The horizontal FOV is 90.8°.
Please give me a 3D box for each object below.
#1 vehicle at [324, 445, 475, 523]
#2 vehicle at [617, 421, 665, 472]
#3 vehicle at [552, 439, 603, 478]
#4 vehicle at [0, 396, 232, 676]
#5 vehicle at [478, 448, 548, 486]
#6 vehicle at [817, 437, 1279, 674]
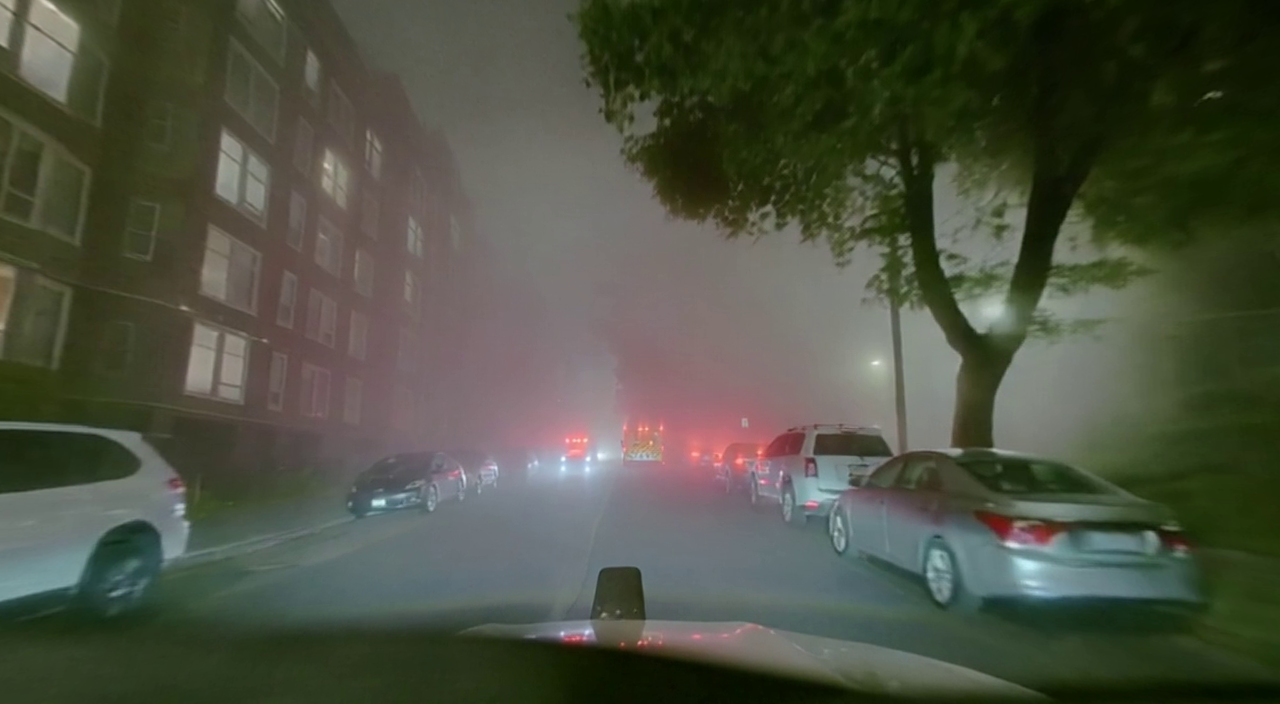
[{"bbox_3d":[-5.455,3.010,15.009,1.921,1.482,4.280,-2,-8,0],"label":"vehicle"},{"bbox_3d":[-0.090,6.257,41.813,2.754,3.008,7.730,0,-9,-3],"label":"vehicle"},{"bbox_3d":[-2.992,5.209,31.170,2.029,1.802,4.229,0,-8,1],"label":"vehicle"},{"bbox_3d":[-5.289,1.180,3.920,2.131,1.821,4.976,0,-8,0],"label":"vehicle"},{"bbox_3d":[-5.331,4.874,27.148,2.047,1.471,4.647,0,-8,0],"label":"vehicle"},{"bbox_3d":[3.365,1.642,6.319,1.913,1.434,4.408,2,-8,0],"label":"vehicle"}]
